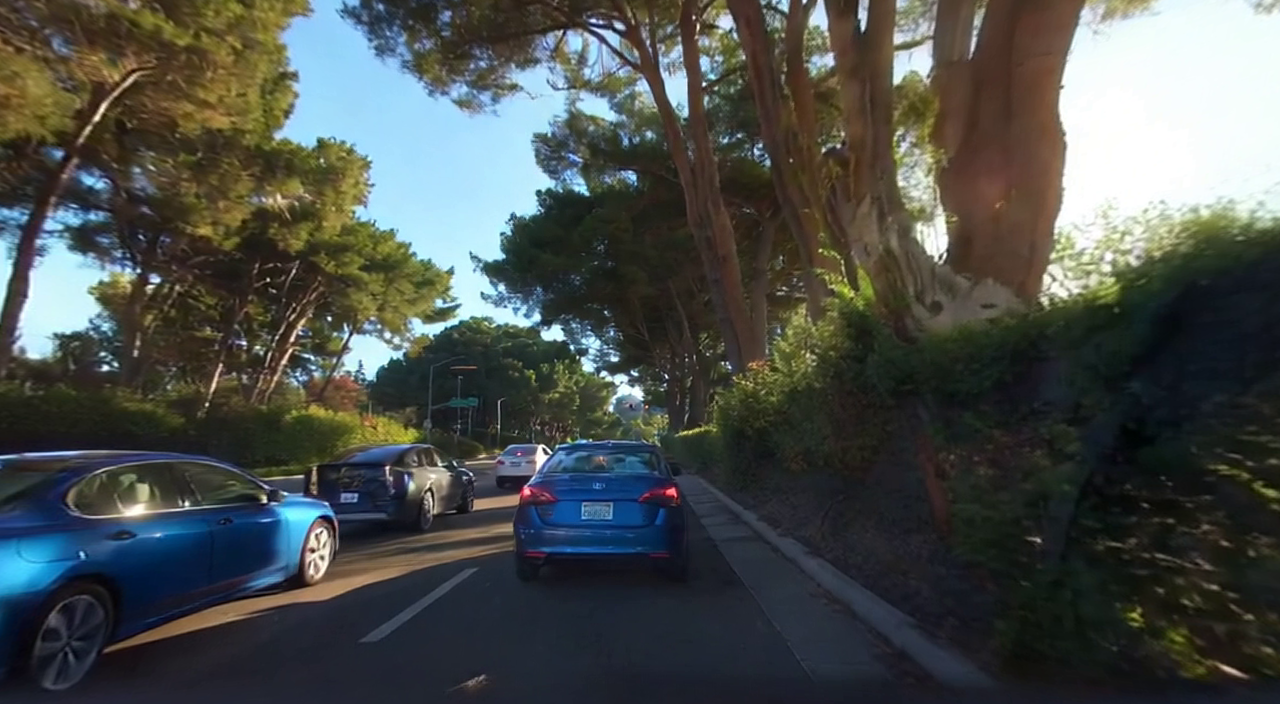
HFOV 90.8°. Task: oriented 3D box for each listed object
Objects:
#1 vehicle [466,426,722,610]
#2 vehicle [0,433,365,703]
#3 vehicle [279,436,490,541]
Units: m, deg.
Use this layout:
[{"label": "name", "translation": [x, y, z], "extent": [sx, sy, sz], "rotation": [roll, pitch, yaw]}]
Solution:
[{"label": "vehicle", "translation": [-0.405, 1.687, 7.387], "extent": [2.127, 1.517, 4.090], "rotation": [0, -8, -1]}, {"label": "vehicle", "translation": [-3.809, 1.313, 4.465], "extent": [1.784, 1.408, 4.141], "rotation": [0, -8, 1]}, {"label": "vehicle", "translation": [-4.255, 2.316, 11.466], "extent": [1.898, 1.503, 4.453], "rotation": [0, -8, 1]}]
